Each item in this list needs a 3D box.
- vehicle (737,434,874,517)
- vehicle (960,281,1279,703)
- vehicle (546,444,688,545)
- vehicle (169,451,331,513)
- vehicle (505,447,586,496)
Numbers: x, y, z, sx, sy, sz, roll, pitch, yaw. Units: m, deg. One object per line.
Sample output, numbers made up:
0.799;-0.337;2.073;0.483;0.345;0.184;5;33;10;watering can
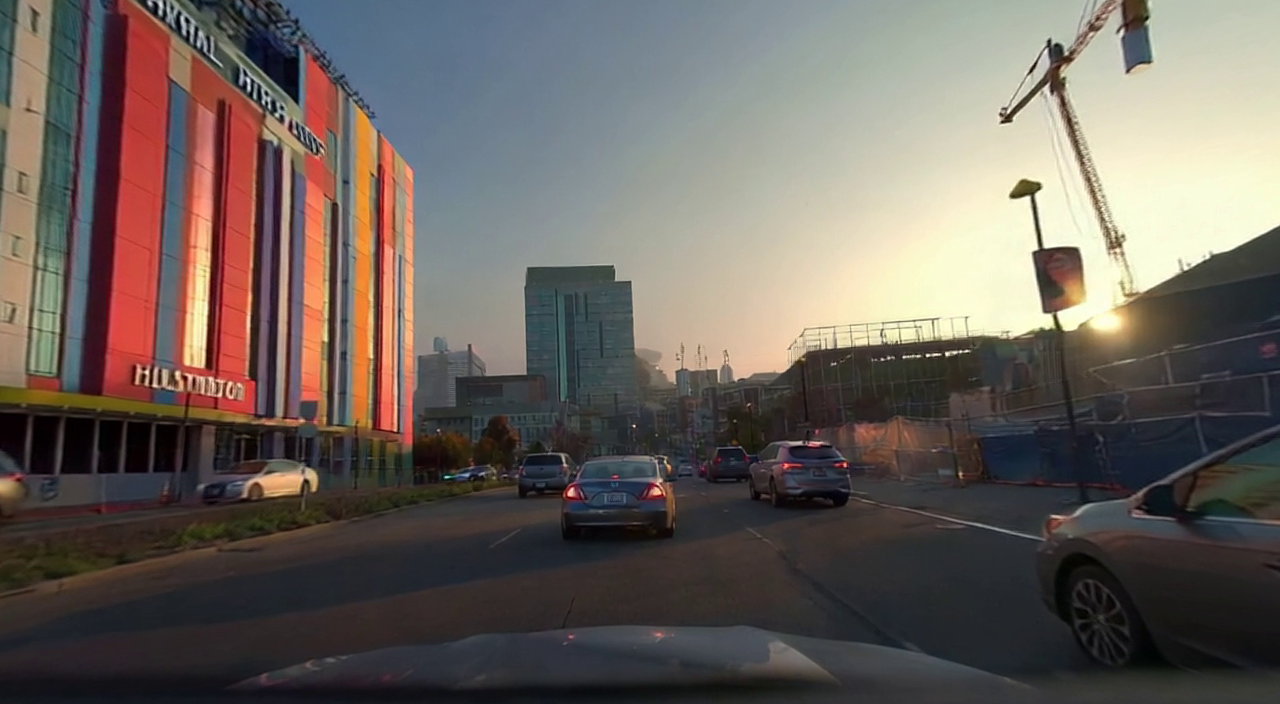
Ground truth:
4.041;3.098;16.460;2.185;1.797;4.934;0;-9;0;vehicle
3.541;0.666;2.110;2.182;1.954;5.341;0;-9;1;vehicle
-0.275;2.464;11.651;2.131;1.496;4.193;0;-8;2;vehicle
-12.854;4.273;21.311;2.136;1.764;4.855;-1;-9;3;vehicle
-3.513;4.511;24.303;2.201;1.691;4.305;-1;-9;4;vehicle
